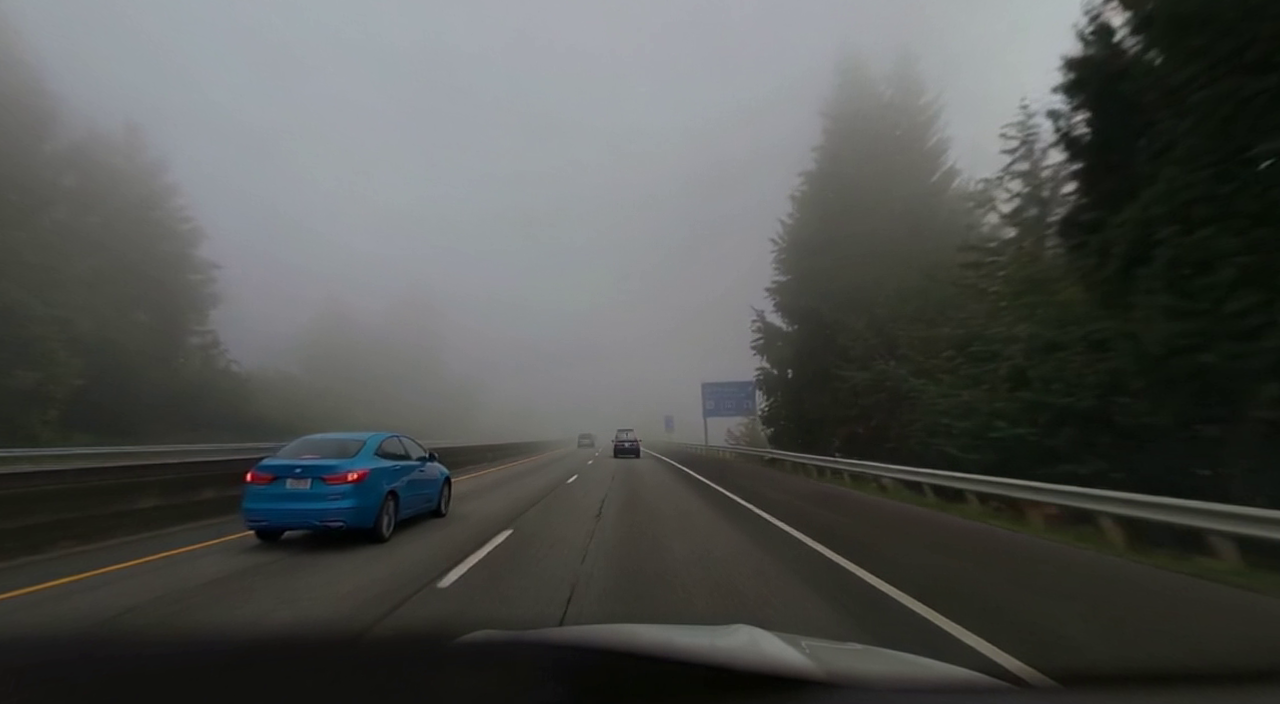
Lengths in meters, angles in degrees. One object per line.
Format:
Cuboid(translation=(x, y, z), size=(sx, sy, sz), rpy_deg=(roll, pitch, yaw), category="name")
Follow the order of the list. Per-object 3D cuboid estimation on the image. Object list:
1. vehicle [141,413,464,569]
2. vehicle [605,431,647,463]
Cuboid(translation=(-3.912, 1.655, 8.355), size=(1.975, 1.518, 4.242), rpy_deg=(0, -8, -1), category="vehicle")
Cuboid(translation=(-0.771, 5.124, 34.317), size=(2.162, 1.616, 4.242), rpy_deg=(0, -8, -2), category="vehicle")
